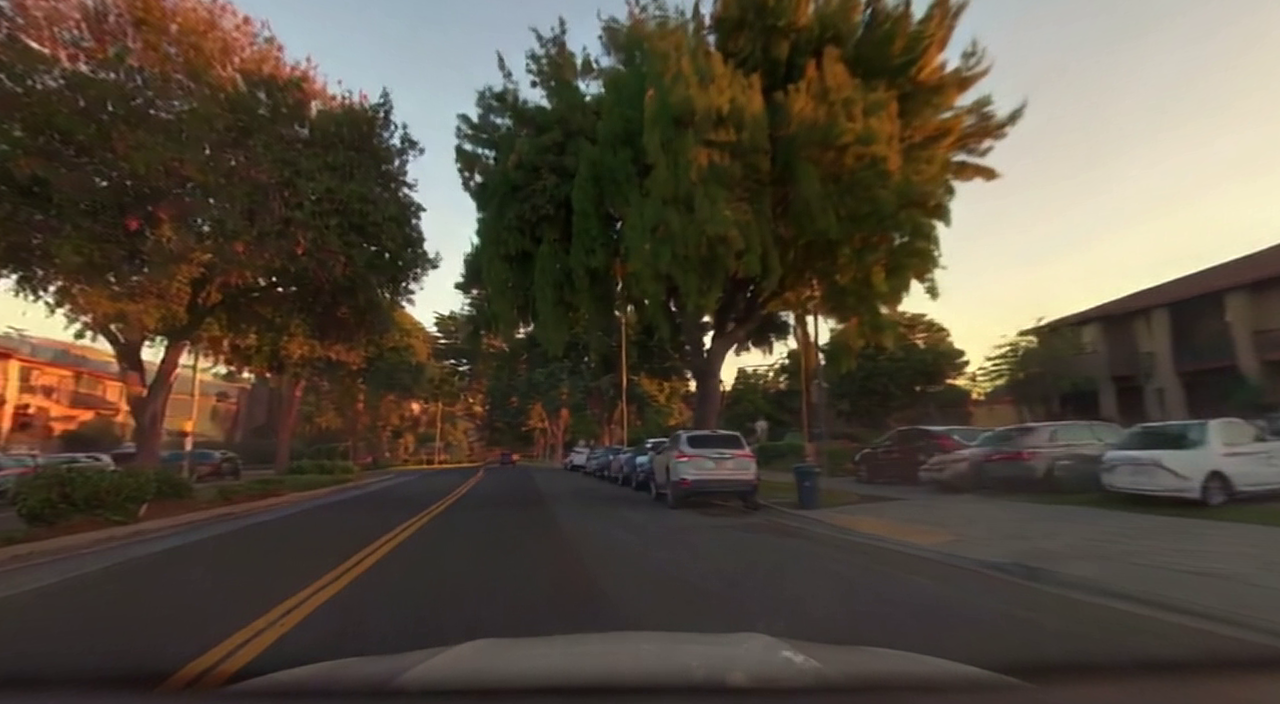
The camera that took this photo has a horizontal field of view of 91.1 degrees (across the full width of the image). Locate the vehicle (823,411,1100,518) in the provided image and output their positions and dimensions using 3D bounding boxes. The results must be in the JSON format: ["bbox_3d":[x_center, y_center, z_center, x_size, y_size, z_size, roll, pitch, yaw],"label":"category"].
[{"bbox_3d":[6.912,2.425,14.682,2.282,1.893,6.027,0,-7,-13],"label":"vehicle"}]

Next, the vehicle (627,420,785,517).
[{"bbox_3d":[1.334,2.829,15.937,2.292,1.974,5.853,1,-9,-12],"label":"vehicle"}]
